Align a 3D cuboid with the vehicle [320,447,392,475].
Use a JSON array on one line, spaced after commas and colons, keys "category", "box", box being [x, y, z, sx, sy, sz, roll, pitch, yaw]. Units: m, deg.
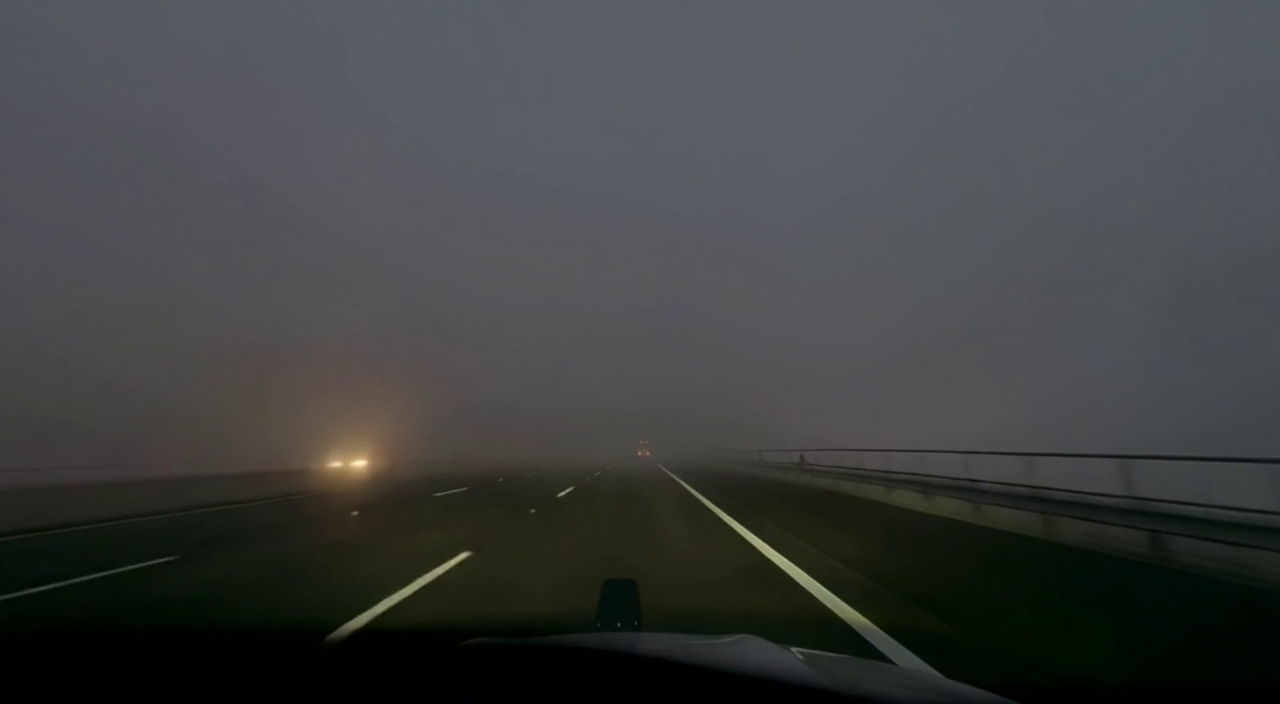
[{"category": "vehicle", "box": [-16.325, 6.279, 36.421, 1.870, 1.465, 4.860, 0, -9, 0]}]
